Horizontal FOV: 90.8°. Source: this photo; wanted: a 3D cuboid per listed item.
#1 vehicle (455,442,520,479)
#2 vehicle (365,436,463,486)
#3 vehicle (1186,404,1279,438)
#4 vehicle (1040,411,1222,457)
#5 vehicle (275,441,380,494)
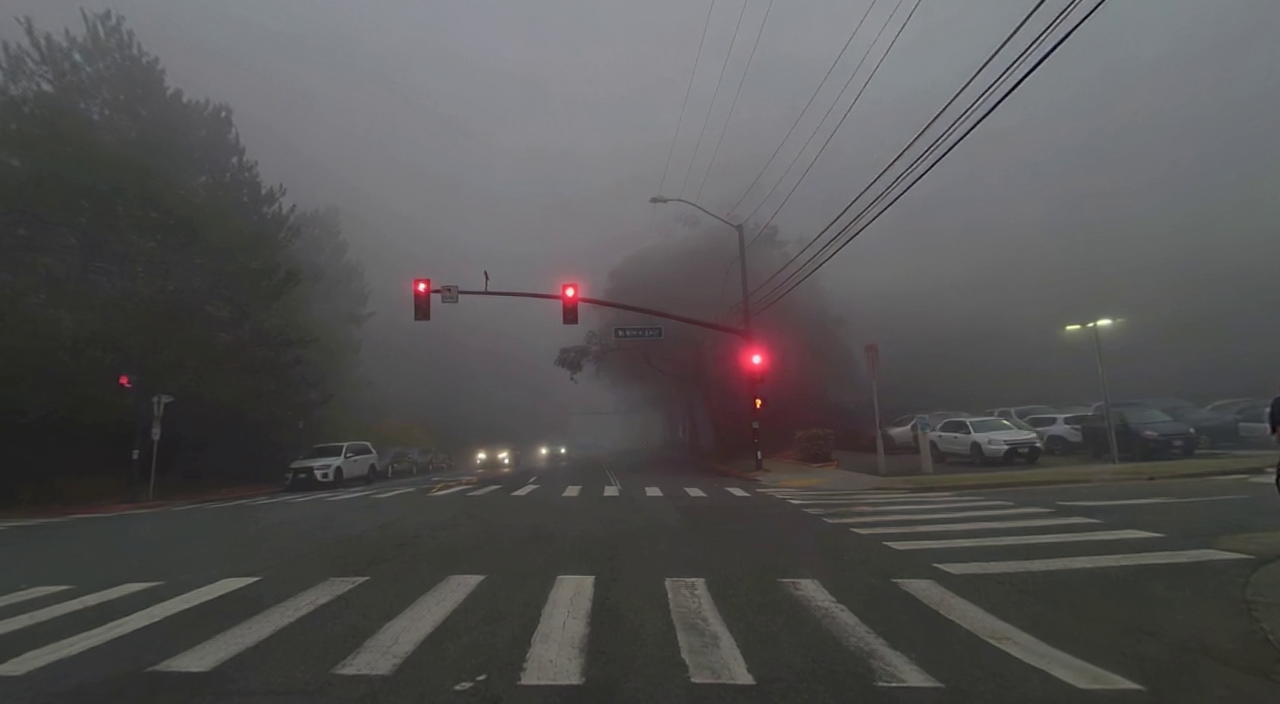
[{"bbox_3d":[-6.982,4.995,29.323,2.024,1.470,4.153,-3,-9,-1],"label":"vehicle"},{"bbox_3d":[-10.171,4.956,29.059,2.475,1.940,5.702,-3,-9,0],"label":"vehicle"},{"bbox_3d":[34.911,4.028,36.651,4.326,1.511,1.725,-8,-9,17],"label":"vehicle"},{"bbox_3d":[16.926,2.906,22.099,4.560,1.453,1.851,-3,-9,18],"label":"vehicle"},{"bbox_3d":[-13.728,5.063,28.149,2.251,1.957,4.968,-4,-9,-1],"label":"vehicle"}]
